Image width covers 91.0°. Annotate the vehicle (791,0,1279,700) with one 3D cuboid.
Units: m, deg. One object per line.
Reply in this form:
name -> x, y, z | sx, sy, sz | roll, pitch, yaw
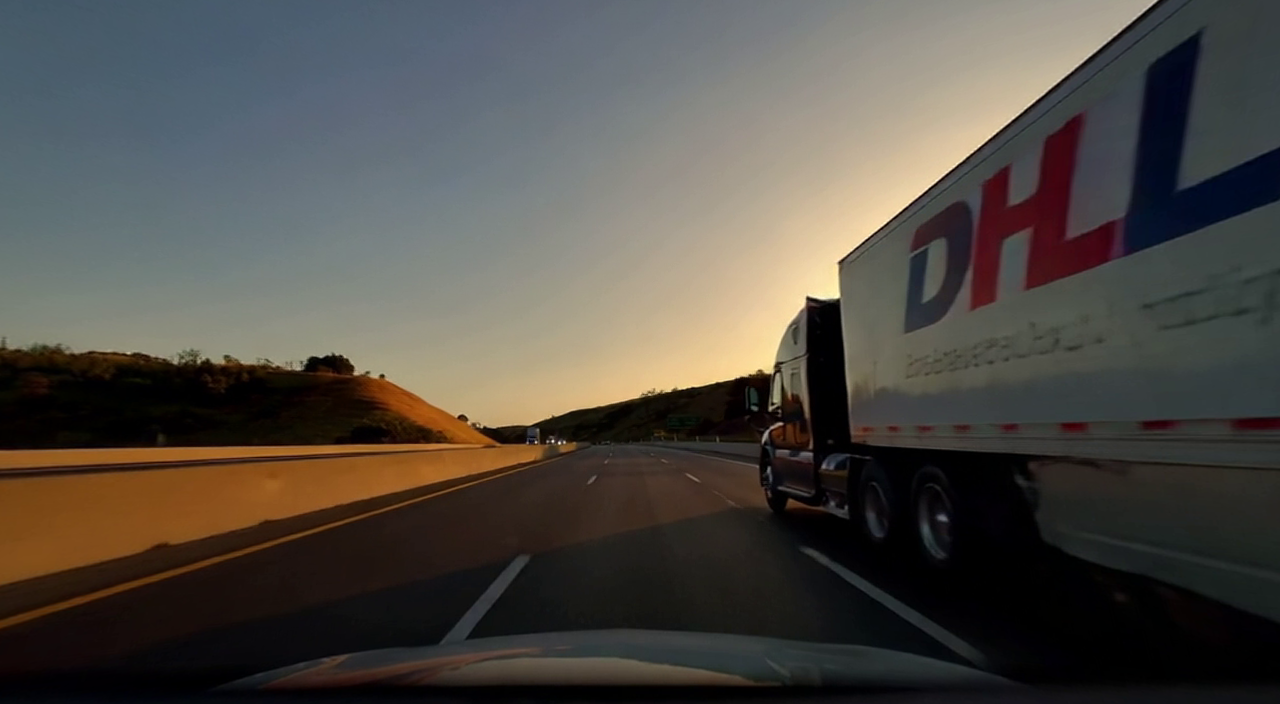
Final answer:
vehicle -> 4.701, 0.360, 7.671 | 3.041, 4.012, 10.162 | 0, -8, -1
